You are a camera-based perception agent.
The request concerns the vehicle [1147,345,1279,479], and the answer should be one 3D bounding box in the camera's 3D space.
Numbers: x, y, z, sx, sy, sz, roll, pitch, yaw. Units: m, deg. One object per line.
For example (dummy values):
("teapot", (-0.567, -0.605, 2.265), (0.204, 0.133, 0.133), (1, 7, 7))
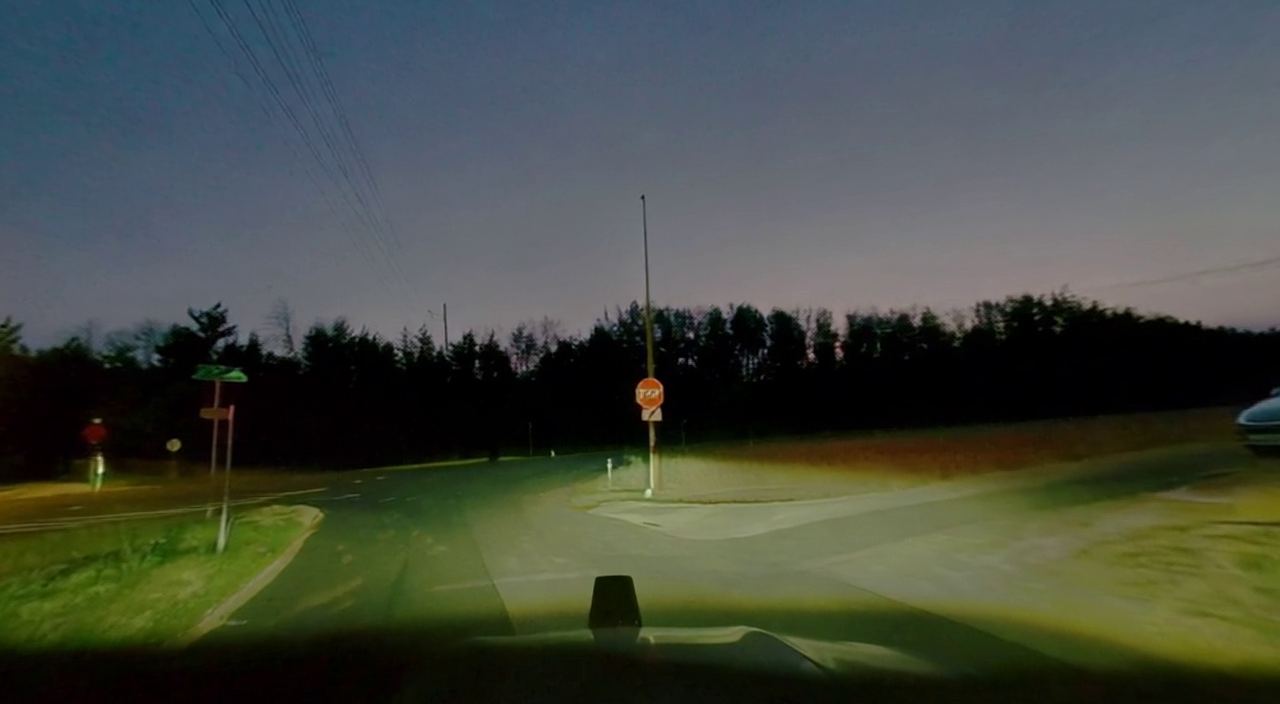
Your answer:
("vehicle", (10.065, 0.572, 8.833), (4.403, 1.574, 1.914), (-9, -7, -11))
